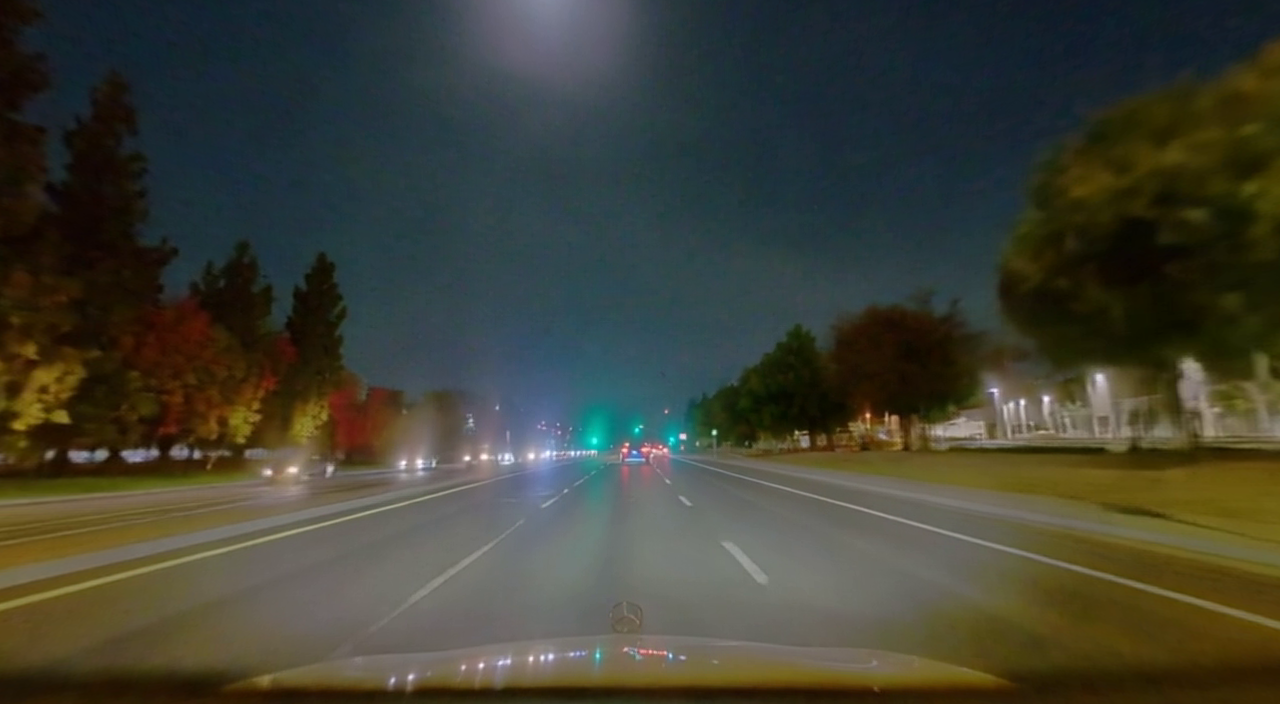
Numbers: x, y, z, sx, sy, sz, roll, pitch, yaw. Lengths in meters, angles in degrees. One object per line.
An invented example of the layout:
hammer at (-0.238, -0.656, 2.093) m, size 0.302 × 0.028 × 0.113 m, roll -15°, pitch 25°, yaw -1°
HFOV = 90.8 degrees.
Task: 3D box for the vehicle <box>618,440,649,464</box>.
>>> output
vehicle at (-0.496, 7.352, 46.601) m, size 2.174 × 1.703 × 4.231 m, roll 0°, pitch -9°, yaw 0°

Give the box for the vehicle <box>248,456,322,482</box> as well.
vehicle at (-22.447, 7.418, 40.190) m, size 1.892 × 1.483 × 4.720 m, roll 0°, pitch -9°, yaw 1°
